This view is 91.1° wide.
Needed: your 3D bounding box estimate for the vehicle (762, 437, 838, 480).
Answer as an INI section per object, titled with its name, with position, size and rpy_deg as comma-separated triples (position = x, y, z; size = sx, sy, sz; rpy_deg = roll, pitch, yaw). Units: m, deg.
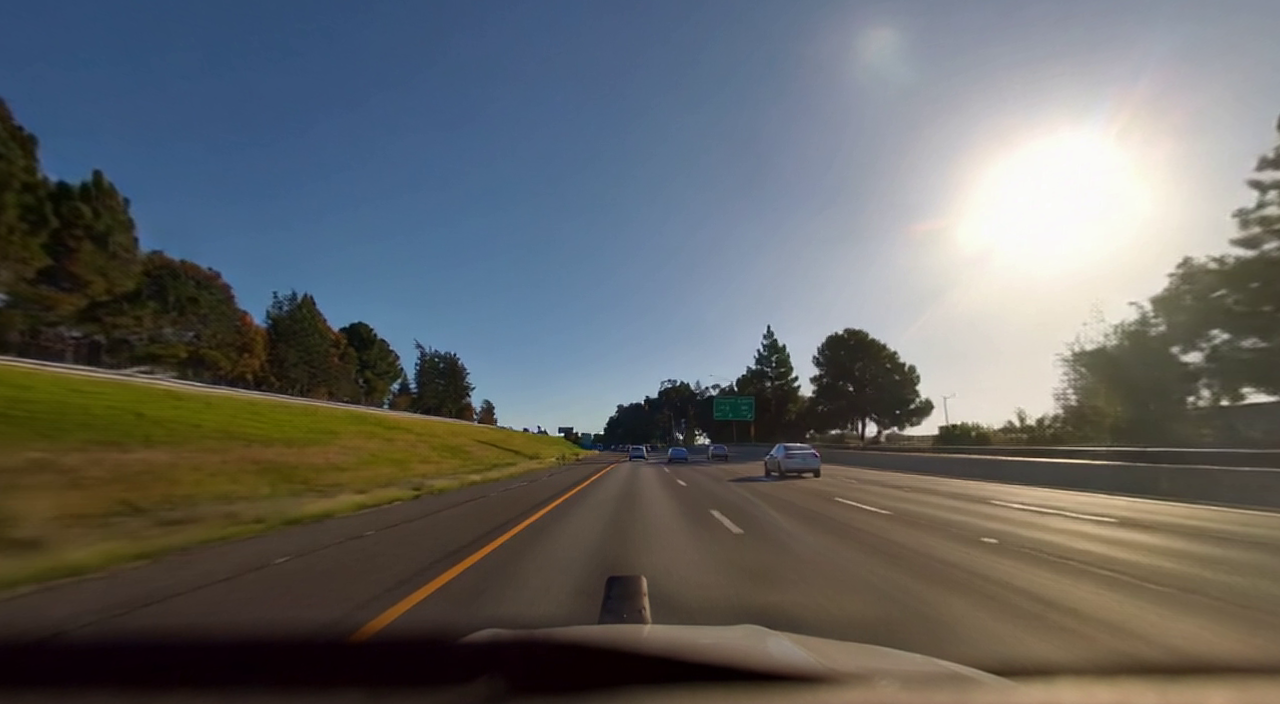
[vehicle]
position = 6.948, 4.666, 27.806
size = 2.048, 1.697, 4.689
rpy_deg = 0, -8, -1
